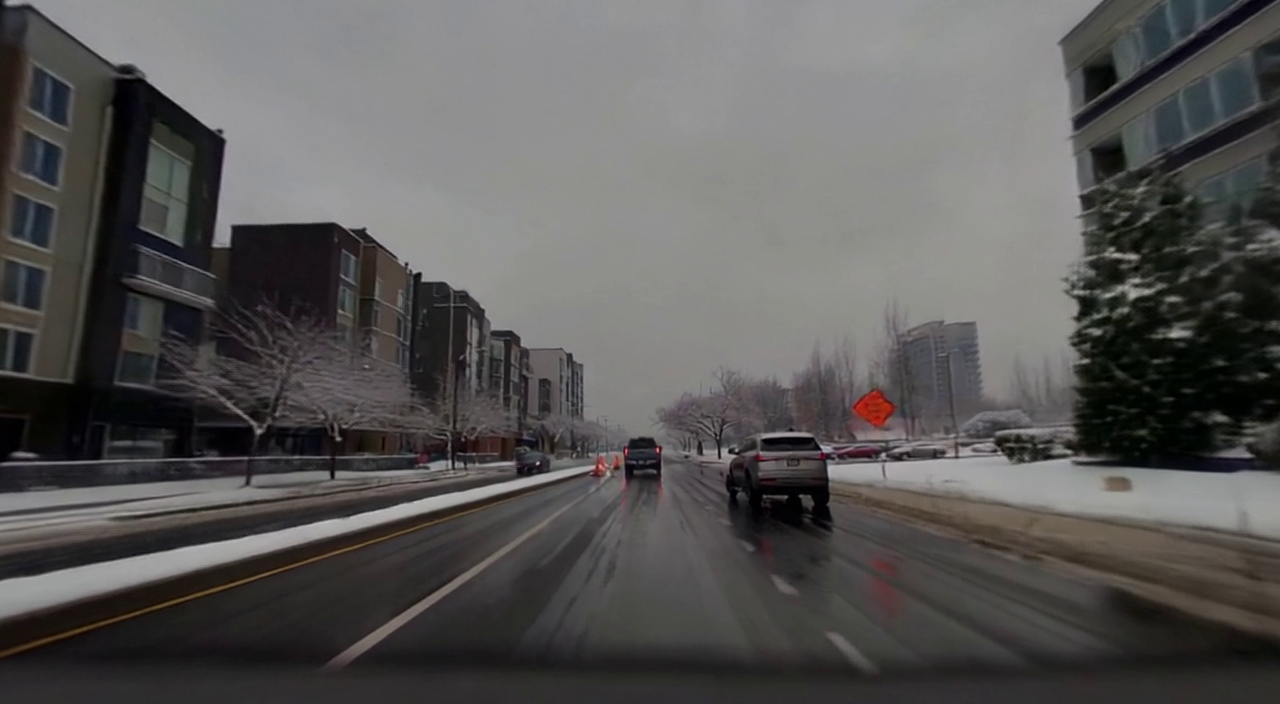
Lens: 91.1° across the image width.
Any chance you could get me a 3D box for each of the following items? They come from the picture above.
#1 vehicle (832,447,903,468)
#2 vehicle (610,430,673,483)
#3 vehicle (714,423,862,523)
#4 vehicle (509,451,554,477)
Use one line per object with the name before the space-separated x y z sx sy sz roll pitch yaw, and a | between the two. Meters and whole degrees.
vehicle | 17.031 7.900 47.044 4.568 1.478 1.900 2 -9 -13
vehicle | 0.083 5.132 31.041 2.762 2.309 6.723 0 -9 1
vehicle | 3.065 2.651 14.411 2.120 1.828 5.531 0 -9 1
vehicle | -6.905 7.158 40.340 1.891 1.496 4.144 -1 -9 4
